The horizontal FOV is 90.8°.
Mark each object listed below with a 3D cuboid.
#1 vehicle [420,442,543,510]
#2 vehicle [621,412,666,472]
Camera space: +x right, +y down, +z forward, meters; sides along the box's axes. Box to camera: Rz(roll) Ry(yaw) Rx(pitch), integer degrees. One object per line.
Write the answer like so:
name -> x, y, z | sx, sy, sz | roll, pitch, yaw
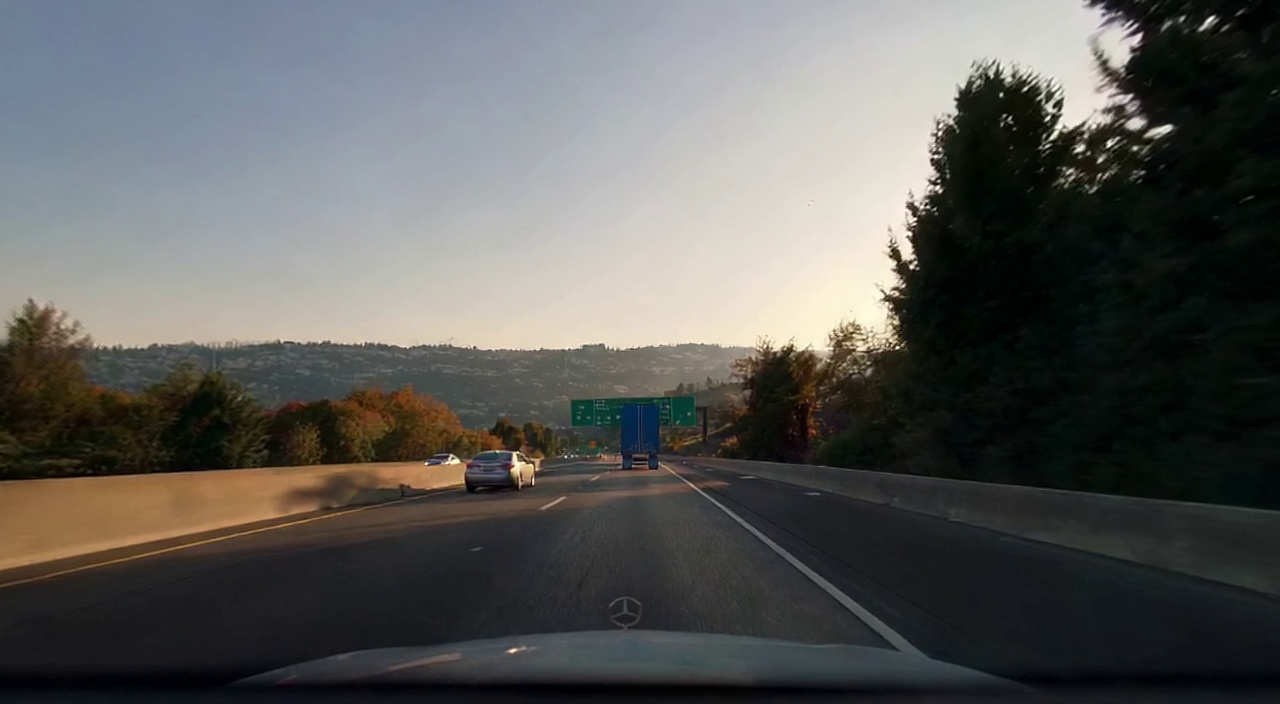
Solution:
vehicle -> -3.969, 3.185, 16.670 | 2.053, 1.523, 4.450 | 0, -9, 0
vehicle -> 0.123, 6.467, 45.117 | 2.864, 3.805, 9.500 | 0, -9, -1
